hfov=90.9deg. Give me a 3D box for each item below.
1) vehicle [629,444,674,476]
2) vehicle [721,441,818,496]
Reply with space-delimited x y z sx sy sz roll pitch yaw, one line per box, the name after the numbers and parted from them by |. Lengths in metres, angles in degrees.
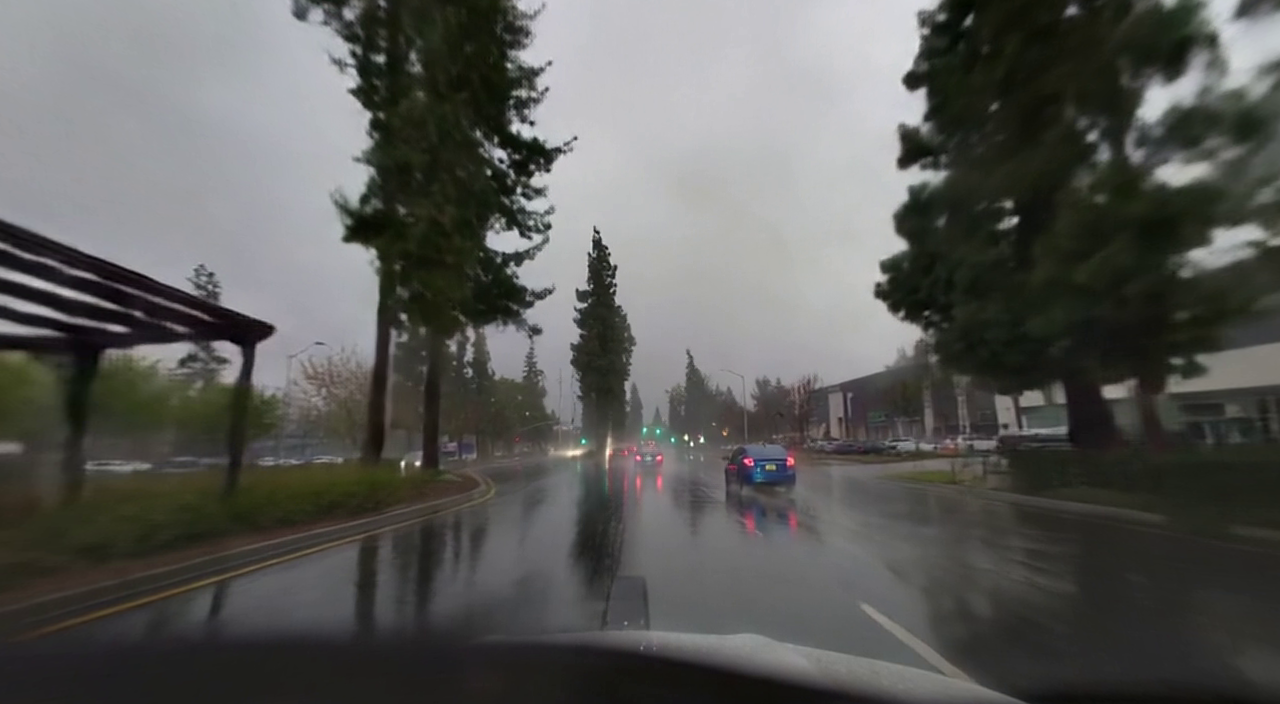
0.575 5.510 32.331 2.144 1.505 4.128 0 -9 0 | vehicle
3.876 3.577 19.729 2.067 1.497 4.327 0 -9 0 | vehicle
